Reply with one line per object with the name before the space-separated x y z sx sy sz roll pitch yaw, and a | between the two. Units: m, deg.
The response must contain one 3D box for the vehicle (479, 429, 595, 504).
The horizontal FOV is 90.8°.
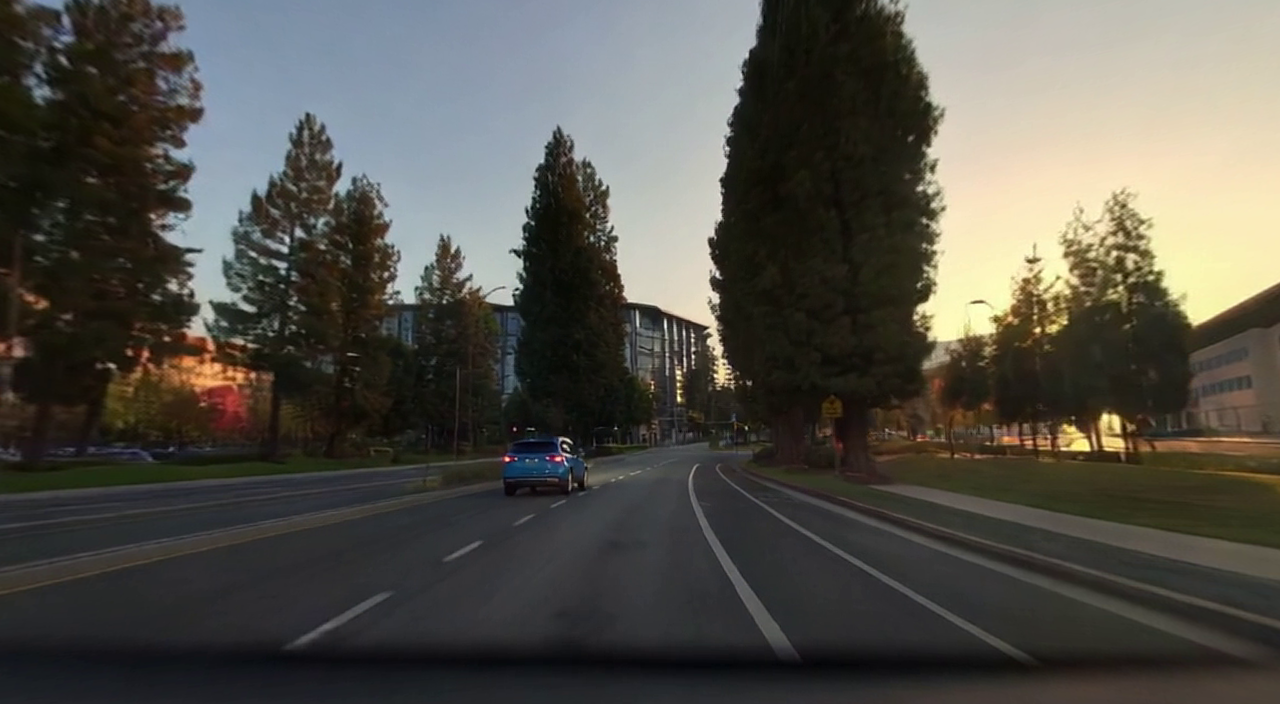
vehicle | -2.554 2.999 16.912 2.121 1.724 4.392 -1 -9 3
